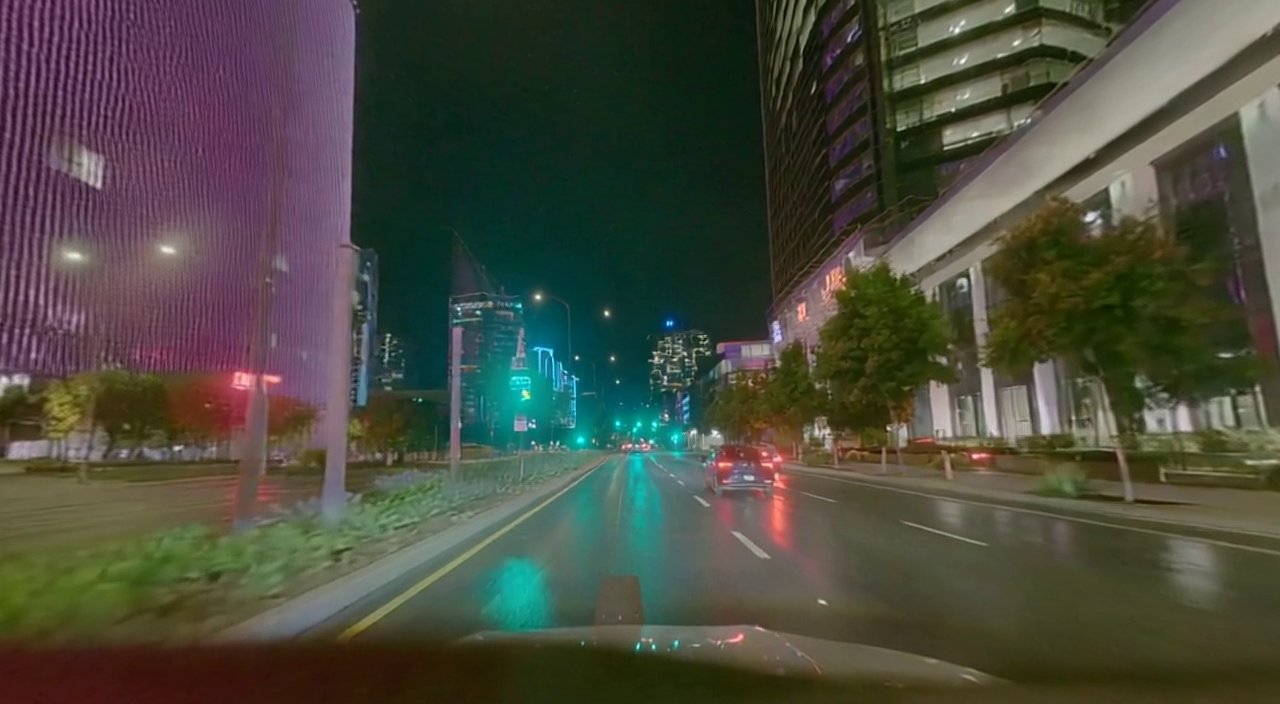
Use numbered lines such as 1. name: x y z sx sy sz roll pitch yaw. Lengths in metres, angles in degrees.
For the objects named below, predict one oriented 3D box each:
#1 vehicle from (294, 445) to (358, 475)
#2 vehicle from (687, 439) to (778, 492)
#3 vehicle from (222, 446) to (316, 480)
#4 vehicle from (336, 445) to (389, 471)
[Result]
1. vehicle: -19.621 6.726 39.690 1.875 1.734 4.252 0 -8 -1
2. vehicle: 2.824 3.583 20.311 2.131 1.491 4.496 0 -8 -1
3. vehicle: -19.627 5.865 33.735 1.977 1.687 4.909 0 -8 1
4. vehicle: -19.765 7.557 45.171 1.748 1.729 4.394 0 -8 0
